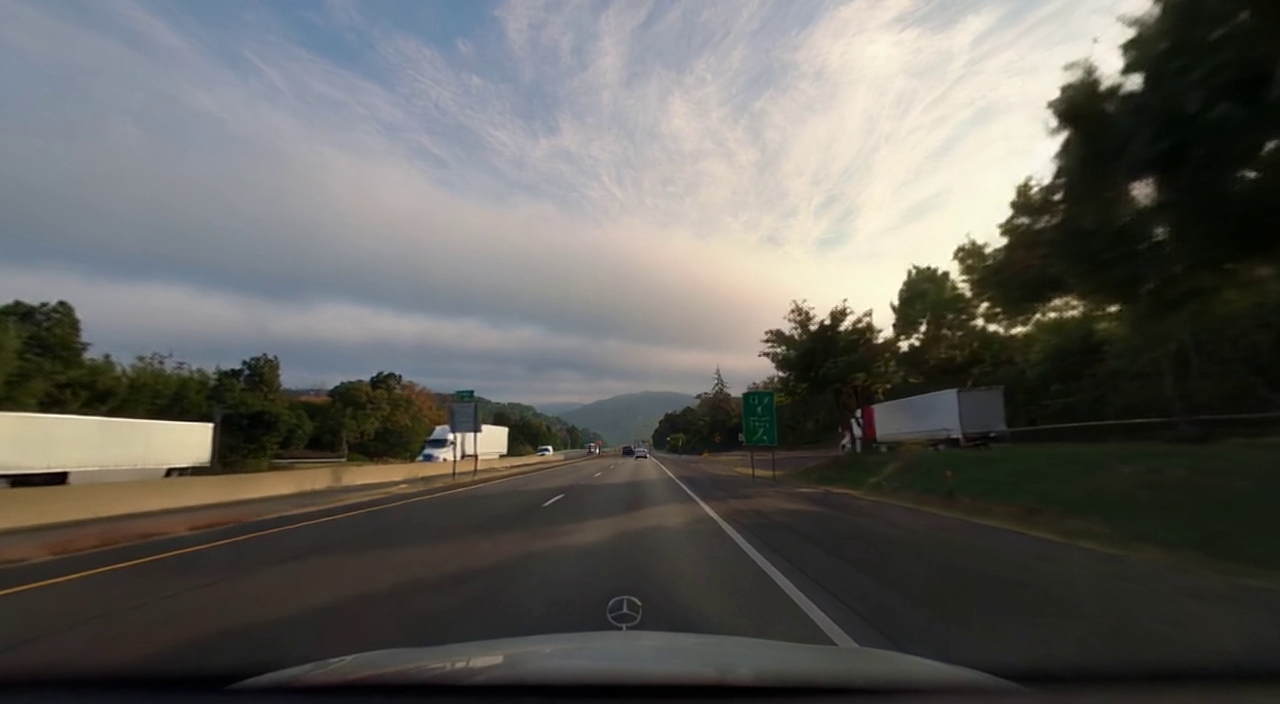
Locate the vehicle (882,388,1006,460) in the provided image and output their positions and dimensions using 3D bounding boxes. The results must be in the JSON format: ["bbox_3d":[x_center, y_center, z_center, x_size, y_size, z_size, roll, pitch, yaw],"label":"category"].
[{"bbox_3d":[19.261,4.817,40.859,2.763,4.126,9.013,1,-9,-5],"label":"vehicle"}]

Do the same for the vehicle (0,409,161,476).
[{"bbox_3d":[-38.567,5.705,39.328,2.898,3.855,17.999,0,-9,2],"label":"vehicle"}]
